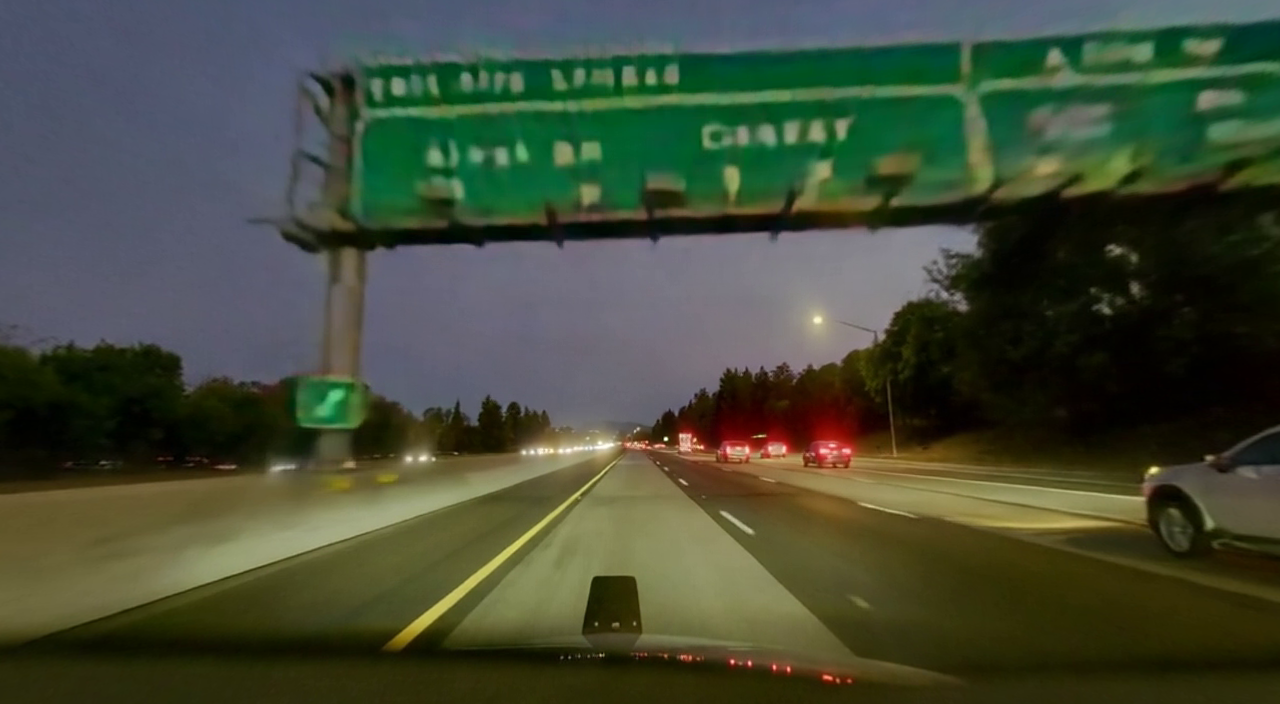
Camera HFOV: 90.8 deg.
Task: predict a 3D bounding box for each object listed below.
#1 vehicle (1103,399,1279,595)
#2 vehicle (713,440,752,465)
[{"bbox_3d":[6.533,1.174,4.969,2.052,1.660,4.837,0,-9,-1],"label":"vehicle"},{"bbox_3d":[6.490,7.076,44.624,2.030,1.706,4.279,0,-9,-1],"label":"vehicle"}]
